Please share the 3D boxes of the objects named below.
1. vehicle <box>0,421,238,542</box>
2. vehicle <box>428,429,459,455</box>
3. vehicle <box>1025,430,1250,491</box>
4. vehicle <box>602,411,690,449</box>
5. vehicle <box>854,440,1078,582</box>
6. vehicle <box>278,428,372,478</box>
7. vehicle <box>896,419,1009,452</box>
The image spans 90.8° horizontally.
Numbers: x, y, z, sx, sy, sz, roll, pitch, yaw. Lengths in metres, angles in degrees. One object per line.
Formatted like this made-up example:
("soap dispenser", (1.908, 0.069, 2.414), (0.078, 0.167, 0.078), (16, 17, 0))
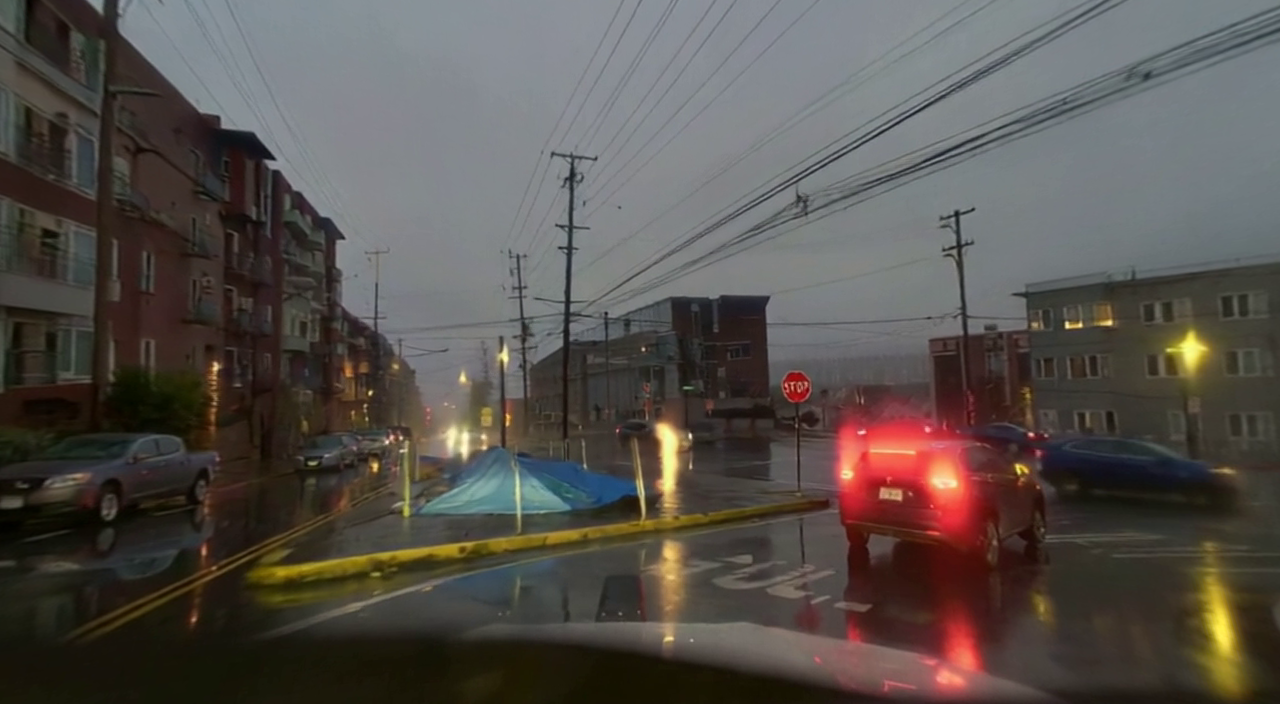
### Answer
("vehicle", (-10.068, 2.333, 12.179), (1.934, 1.798, 5.317), (1, -8, -10))
("vehicle", (-14.364, 6.538, 46.038), (1.987, 1.686, 3.971), (0, -8, -19))
("vehicle", (14.057, 3.052, 18.138), (1.904, 1.498, 4.642), (6, -10, -38))
("vehicle", (0.236, 4.512, 36.170), (2.152, 1.970, 5.506), (5, -10, -35))
("vehicle", (5.175, 2.215, 9.771), (1.945, 1.647, 4.160), (-8, -11, 42))
("vehicle", (-12.898, 4.151, 26.284), (2.054, 1.800, 5.212), (1, -8, -10))
("vehicle", (14.921, 4.043, 30.367), (1.790, 1.468, 4.422), (6, -10, -38))
